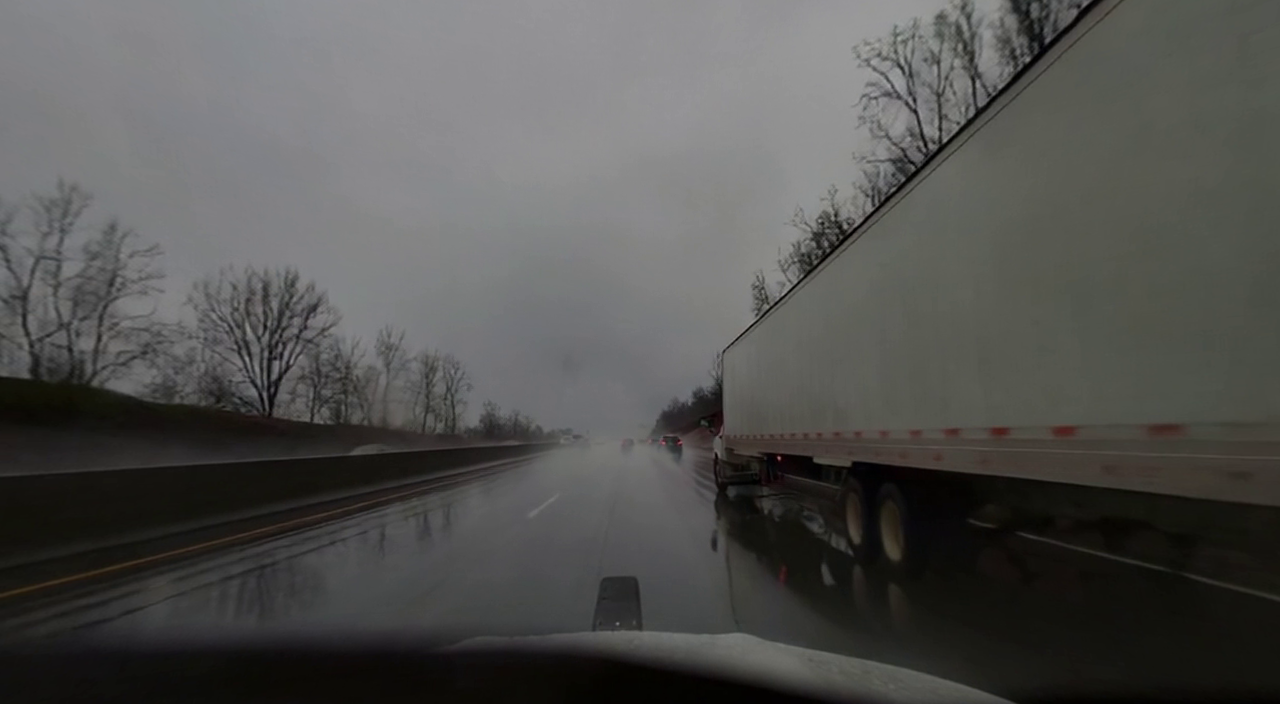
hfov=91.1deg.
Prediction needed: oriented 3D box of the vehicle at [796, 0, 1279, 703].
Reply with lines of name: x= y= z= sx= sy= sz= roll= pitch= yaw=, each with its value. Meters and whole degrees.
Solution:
vehicle: x=4.100 y=0.126 z=5.966 sx=2.906 sy=3.999 sz=8.621 roll=0 pitch=-8 yaw=-1

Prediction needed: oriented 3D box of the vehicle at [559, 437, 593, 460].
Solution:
vehicle: x=-4.452 y=6.763 z=44.305 sx=2.017 sy=1.484 sz=4.088 roll=0 pitch=-8 yaw=0

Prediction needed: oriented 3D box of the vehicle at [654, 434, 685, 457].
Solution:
vehicle: x=2.221 y=7.218 z=48.621 sx=2.124 sy=1.696 sz=4.173 roll=0 pitch=-8 yaw=-1
